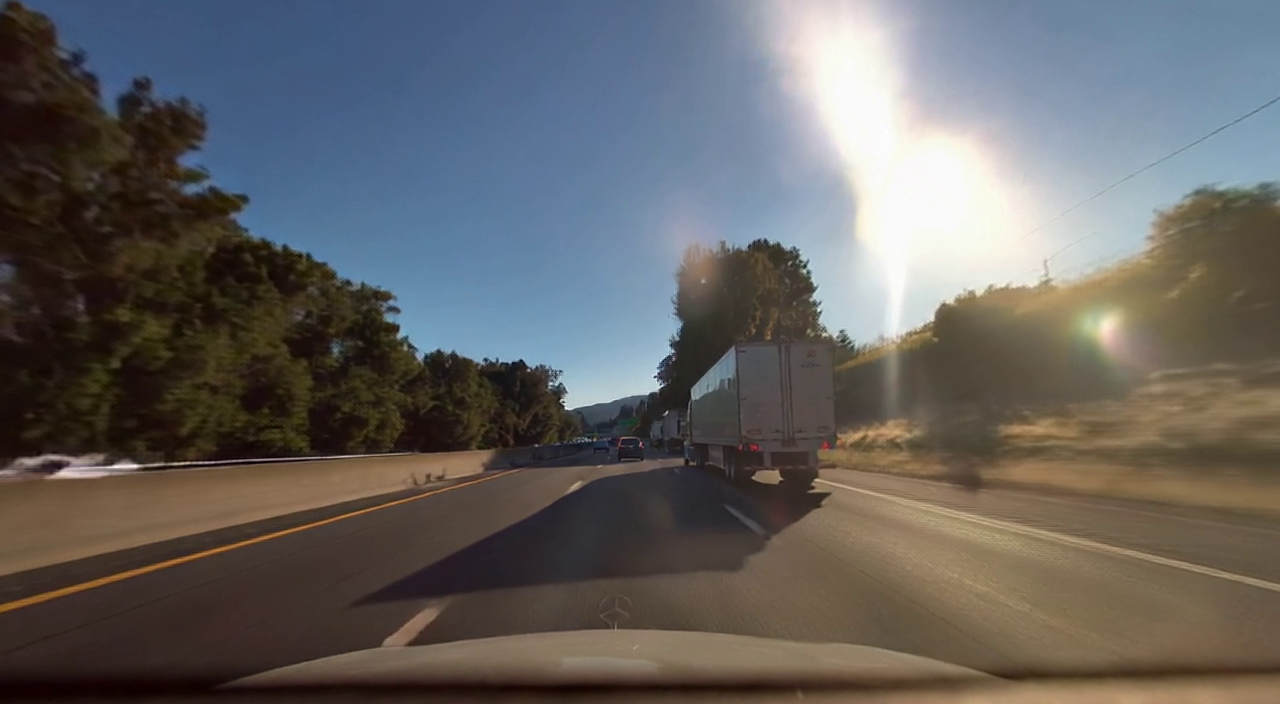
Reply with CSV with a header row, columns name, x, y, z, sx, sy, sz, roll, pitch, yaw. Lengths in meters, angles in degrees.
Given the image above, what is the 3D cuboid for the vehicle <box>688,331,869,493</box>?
name,x,y,z,sx,sy,sz,roll,pitch,yaw
vehicle,4.050,2.515,23.247,3.005,4.121,14.417,0,-8,-2

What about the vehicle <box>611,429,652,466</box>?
name,x,y,z,sx,sy,sz,roll,pitch,yaw
vehicle,-0.499,5.489,36.322,2.211,1.933,4.315,0,-8,-1
